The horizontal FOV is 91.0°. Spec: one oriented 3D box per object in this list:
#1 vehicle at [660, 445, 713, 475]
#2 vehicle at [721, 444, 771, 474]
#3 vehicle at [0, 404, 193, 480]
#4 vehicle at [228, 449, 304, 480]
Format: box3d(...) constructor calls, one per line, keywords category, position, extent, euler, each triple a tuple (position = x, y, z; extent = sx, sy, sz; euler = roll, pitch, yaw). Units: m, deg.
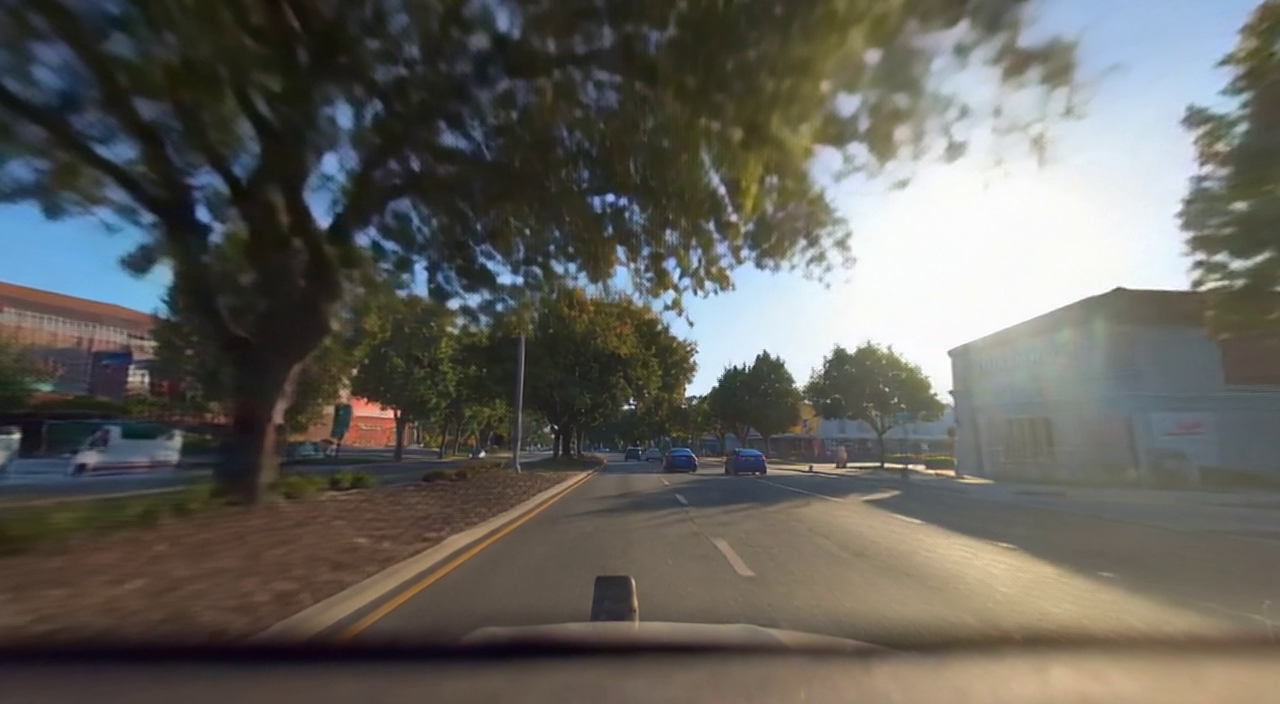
box3d(category="vehicle", position=(2.369, 5.696, 33.351), extent=(2.256, 1.451, 4.313), euler=(0, -9, -3))
box3d(category="vehicle", position=(5.894, 5.973, 35.340), extent=(1.886, 1.528, 4.169), euler=(0, -9, -3))
box3d(category="vehicle", position=(-26.311, 4.208, 29.375), extent=(8.121, 3.260, 2.889), euler=(2, -9, -11))
box3d(category="vehicle", position=(-20.000, 6.010, 33.878), extent=(1.730, 1.516, 3.847), euler=(0, -9, -1))
